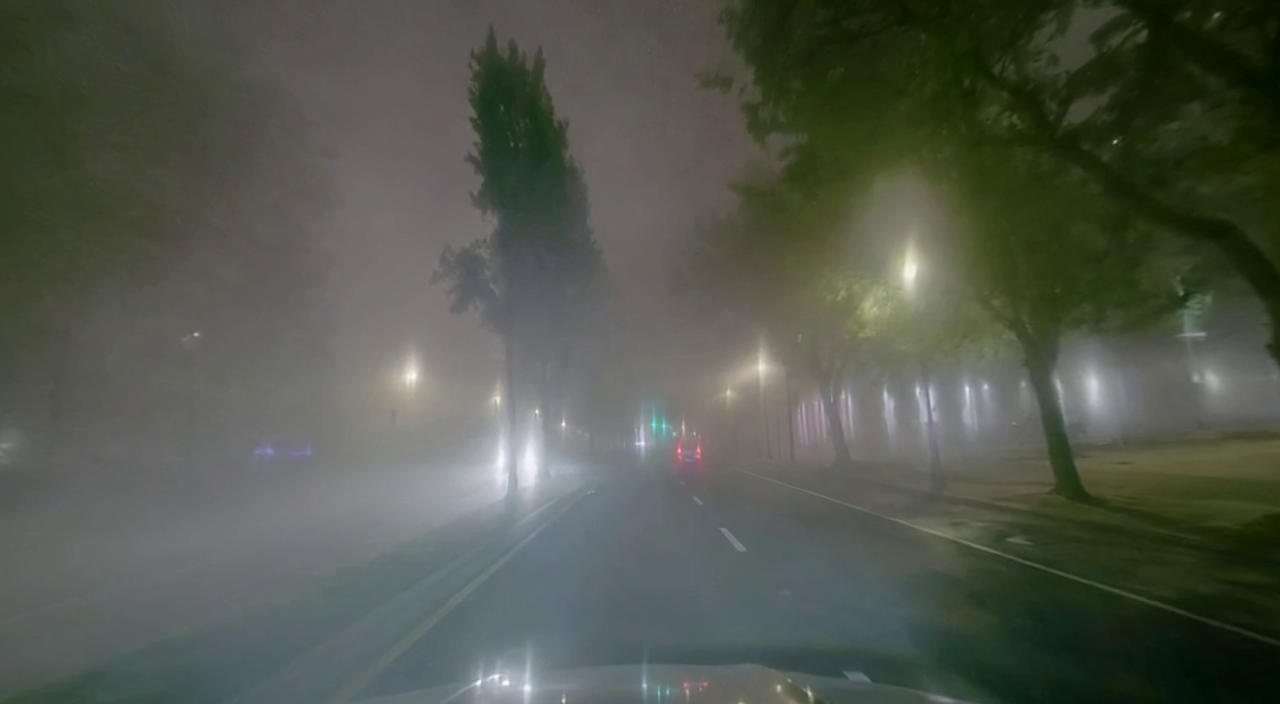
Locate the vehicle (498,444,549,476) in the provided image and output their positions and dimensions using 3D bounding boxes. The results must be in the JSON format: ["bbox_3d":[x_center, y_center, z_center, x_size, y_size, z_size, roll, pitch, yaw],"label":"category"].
[{"bbox_3d":[-6.870,6.415,37.716,2.031,1.723,4.566,0,-8,2],"label":"vehicle"}]

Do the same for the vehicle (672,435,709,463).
[{"bbox_3d":[3.305,6.504,42.288,2.129,1.719,4.205,0,-8,0],"label":"vehicle"}]
